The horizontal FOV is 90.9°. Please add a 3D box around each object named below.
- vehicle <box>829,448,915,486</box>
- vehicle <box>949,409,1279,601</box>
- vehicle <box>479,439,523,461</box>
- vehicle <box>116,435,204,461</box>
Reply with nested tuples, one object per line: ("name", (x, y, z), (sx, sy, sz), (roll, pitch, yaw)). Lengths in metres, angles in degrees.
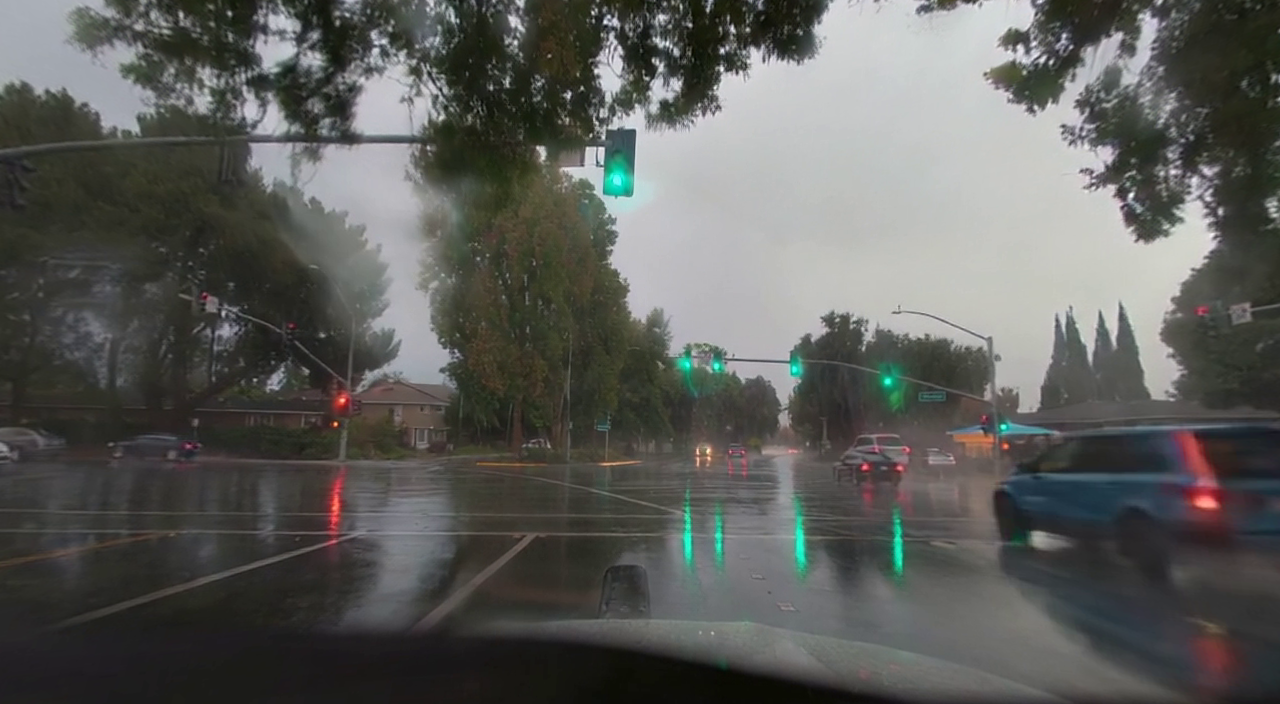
("vehicle", (9.944, 4.919, 27.436), (1.947, 1.481, 4.745), (0, -8, 1))
("vehicle", (6.498, 1.814, 8.486), (2.239, 1.812, 4.812), (0, -8, 0))
("vehicle", (-10.116, 7.184, 46.189), (2.039, 1.519, 4.356), (-1, -8, 2))
("vehicle", (-30.328, 6.083, 39.885), (1.917, 1.543, 4.027), (-8, -12, 44))
